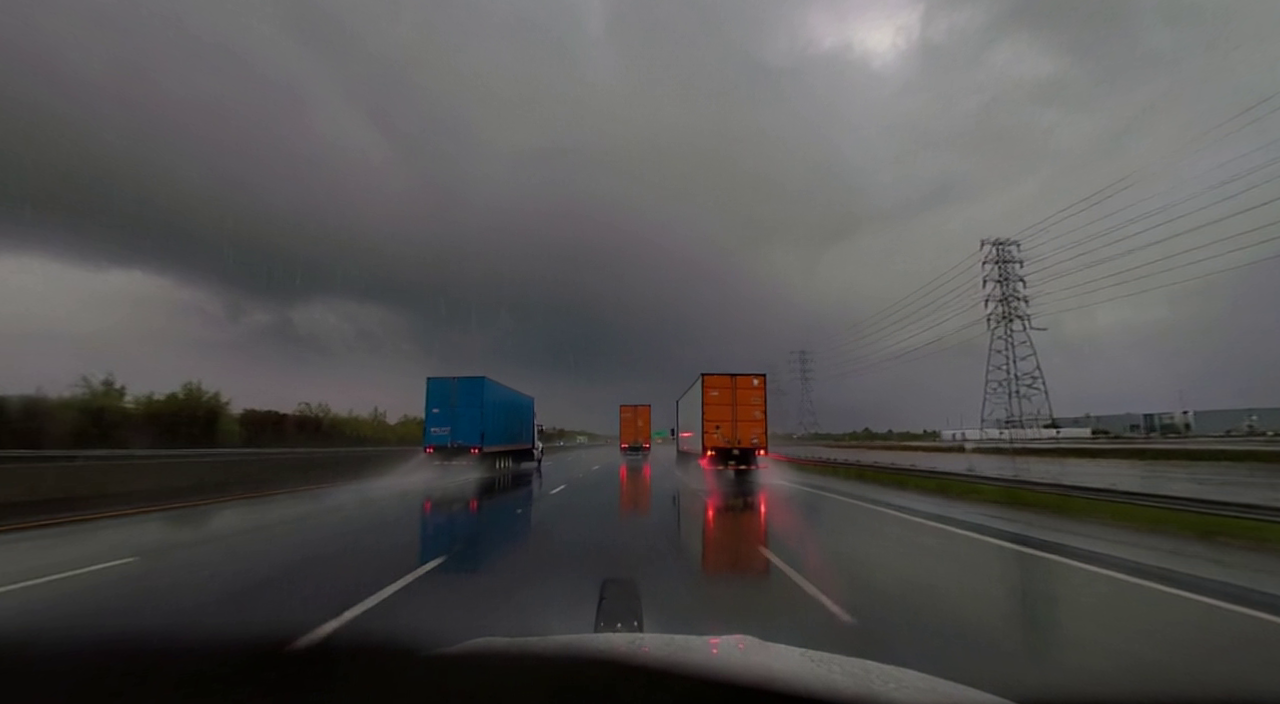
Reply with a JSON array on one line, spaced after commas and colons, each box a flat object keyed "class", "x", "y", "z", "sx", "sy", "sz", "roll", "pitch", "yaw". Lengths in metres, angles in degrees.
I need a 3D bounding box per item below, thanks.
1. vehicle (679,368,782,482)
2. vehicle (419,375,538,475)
[{"class": "vehicle", "x": 3.421, "y": 3.199, "z": 26.771, "sx": 2.806, "sy": 3.919, "sz": 9.777, "roll": 0, "pitch": -8, "yaw": 0}, {"class": "vehicle", "x": -7.303, "y": 3.695, "z": 30.718, "sx": 2.937, "sy": 3.981, "sz": 11.119, "roll": 0, "pitch": -8, "yaw": -1}]
